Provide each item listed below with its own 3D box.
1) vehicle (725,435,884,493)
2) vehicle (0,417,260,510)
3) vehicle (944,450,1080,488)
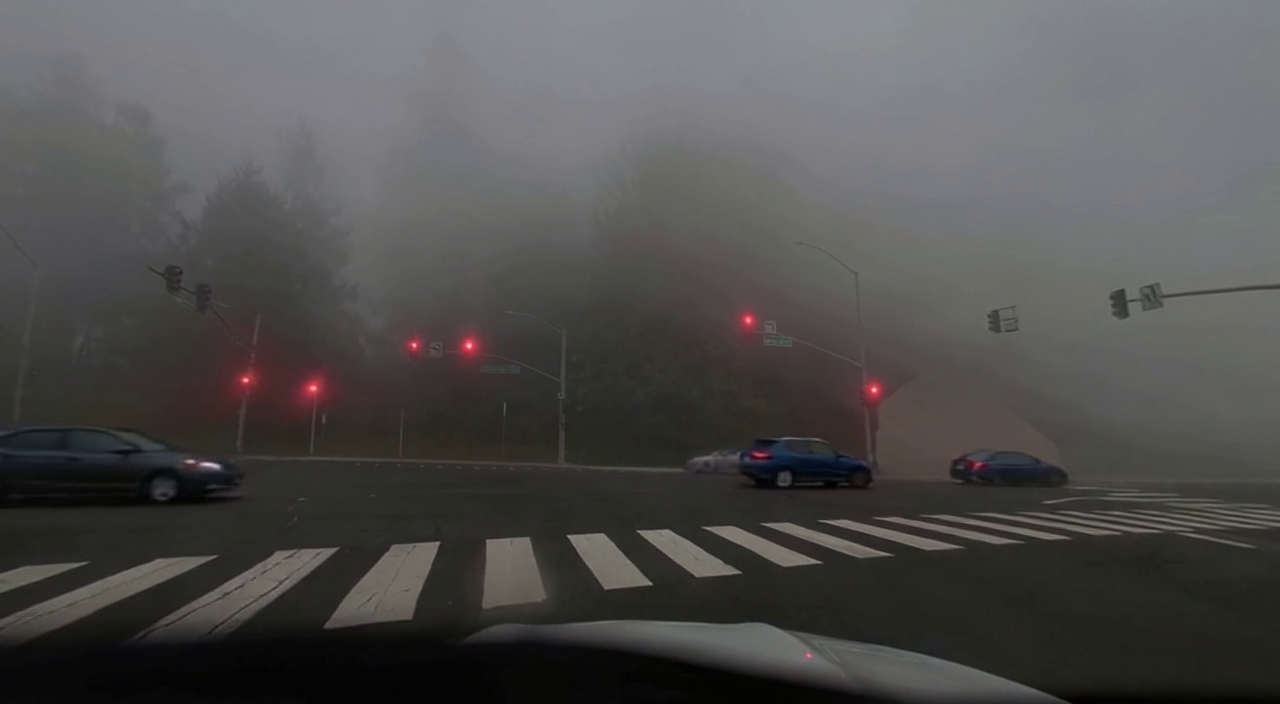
[{"bbox_3d":[5.290,3.565,20.425,4.626,1.710,1.891,3,-9,-17],"label":"vehicle"},{"bbox_3d":[-10.071,1.993,11.512,4.952,1.511,1.855,2,-9,-17],"label":"vehicle"},{"bbox_3d":[15.976,4.986,27.141,5.203,1.488,1.907,3,-9,-17],"label":"vehicle"}]
